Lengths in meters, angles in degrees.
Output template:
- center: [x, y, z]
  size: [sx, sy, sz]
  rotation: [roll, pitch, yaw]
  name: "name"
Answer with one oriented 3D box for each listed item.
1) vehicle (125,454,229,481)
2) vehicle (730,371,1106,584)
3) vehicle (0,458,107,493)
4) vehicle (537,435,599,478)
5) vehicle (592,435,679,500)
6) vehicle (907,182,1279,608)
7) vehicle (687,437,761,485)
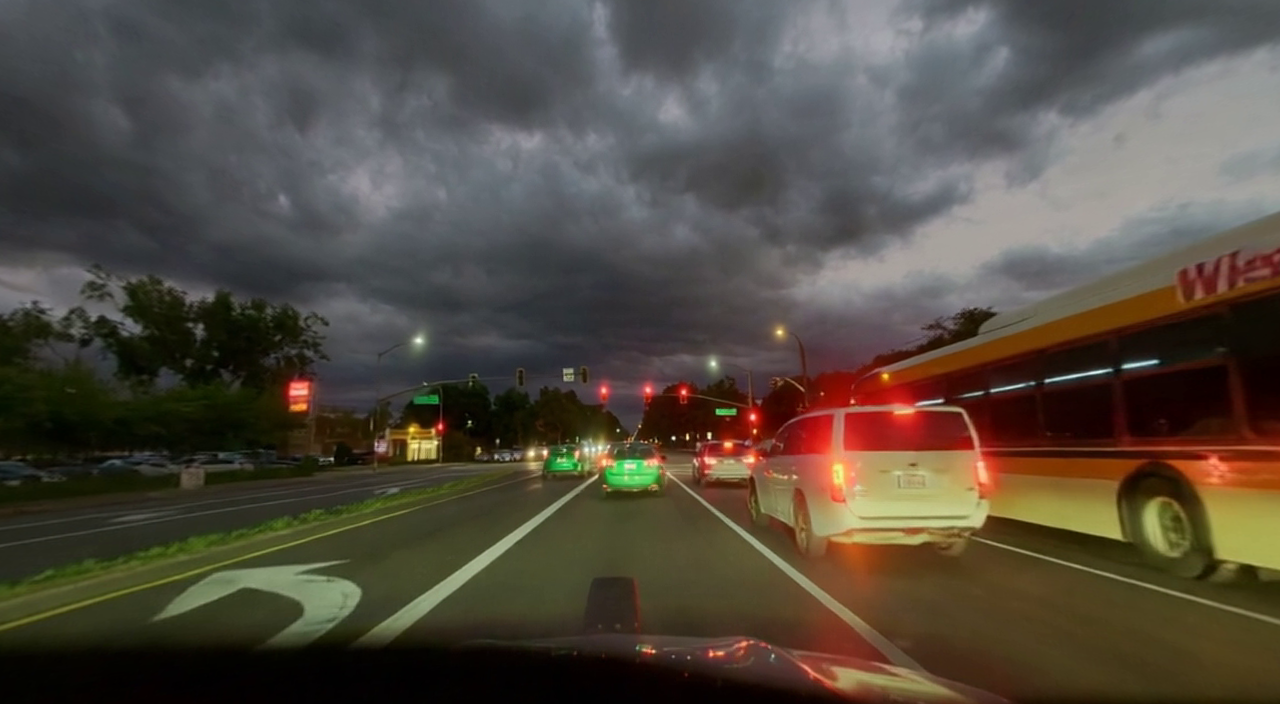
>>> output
- center: [-27.766, 6.937, 38.098]
  size: [4.800, 1.461, 1.831]
  rotation: [5, -10, -31]
  name: "vehicle"
- center: [2.988, 1.591, 8.862]
  size: [2.490, 1.951, 5.931]
  rotation: [0, -9, -1]
  name: "vehicle"
- center: [-28.223, 5.731, 29.344]
  size: [4.881, 1.458, 1.914]
  rotation: [4, -10, -27]
  name: "vehicle"
- center: [-3.059, 4.557, 27.685]
  size: [2.180, 1.708, 4.397]
  rotation: [0, -9, 0]
  name: "vehicle"
- center: [-0.136, 3.028, 16.920]
  size: [2.071, 1.525, 3.723]
  rotation: [0, -9, -1]
  name: "vehicle"
- center: [6.466, 0.664, 7.173]
  size: [2.879, 3.318, 8.881]
  rotation: [0, -9, 0]
  name: "vehicle"
- center: [2.808, 3.770, 22.139]
  size: [1.922, 1.508, 4.330]
  rotation: [0, -9, -1]
  name: "vehicle"
